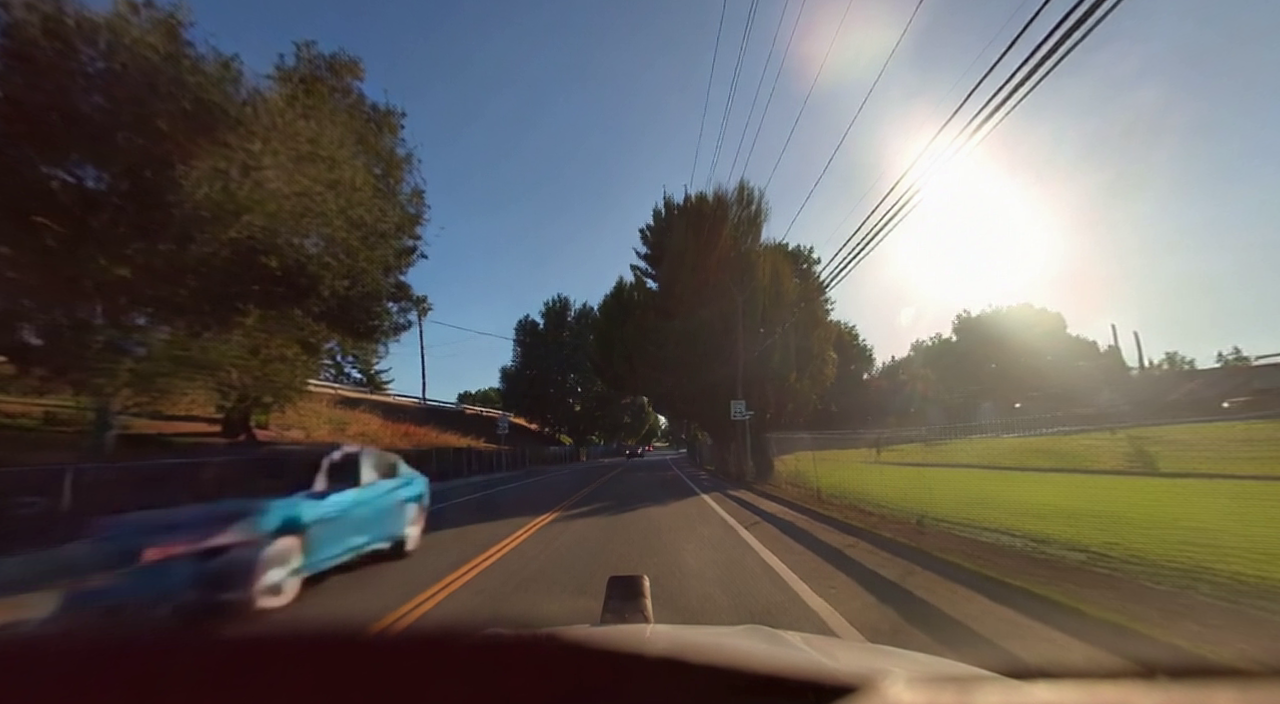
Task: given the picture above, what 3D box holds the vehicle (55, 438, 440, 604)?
[{"bbox_3d":[-4.294,1.884,8.019,1.975,1.481,4.445,0,-9,1],"label":"vehicle"}]
